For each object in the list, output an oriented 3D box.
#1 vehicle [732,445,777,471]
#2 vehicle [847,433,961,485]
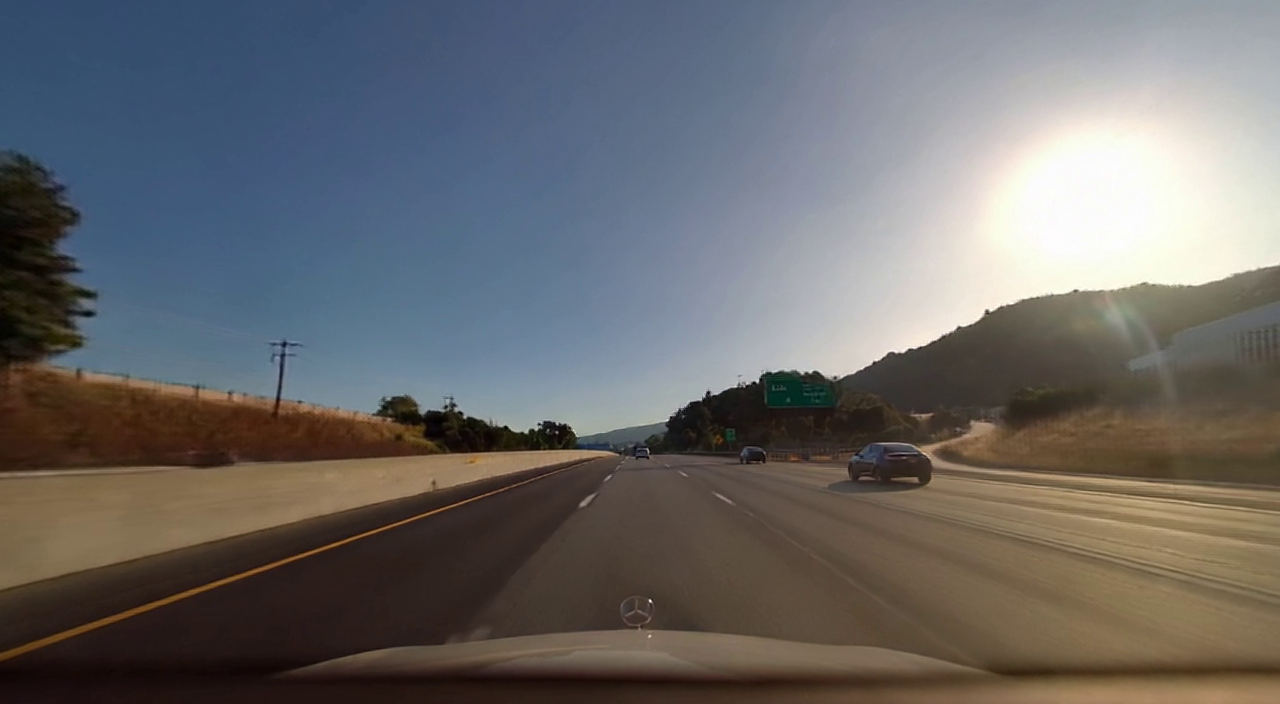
[{"bbox_3d":[7.346,6.867,40.974,2.053,1.553,4.463,0,-9,-1],"label":"vehicle"},{"bbox_3d":[10.961,4.507,26.738,2.387,1.936,5.646,0,-9,0],"label":"vehicle"}]
